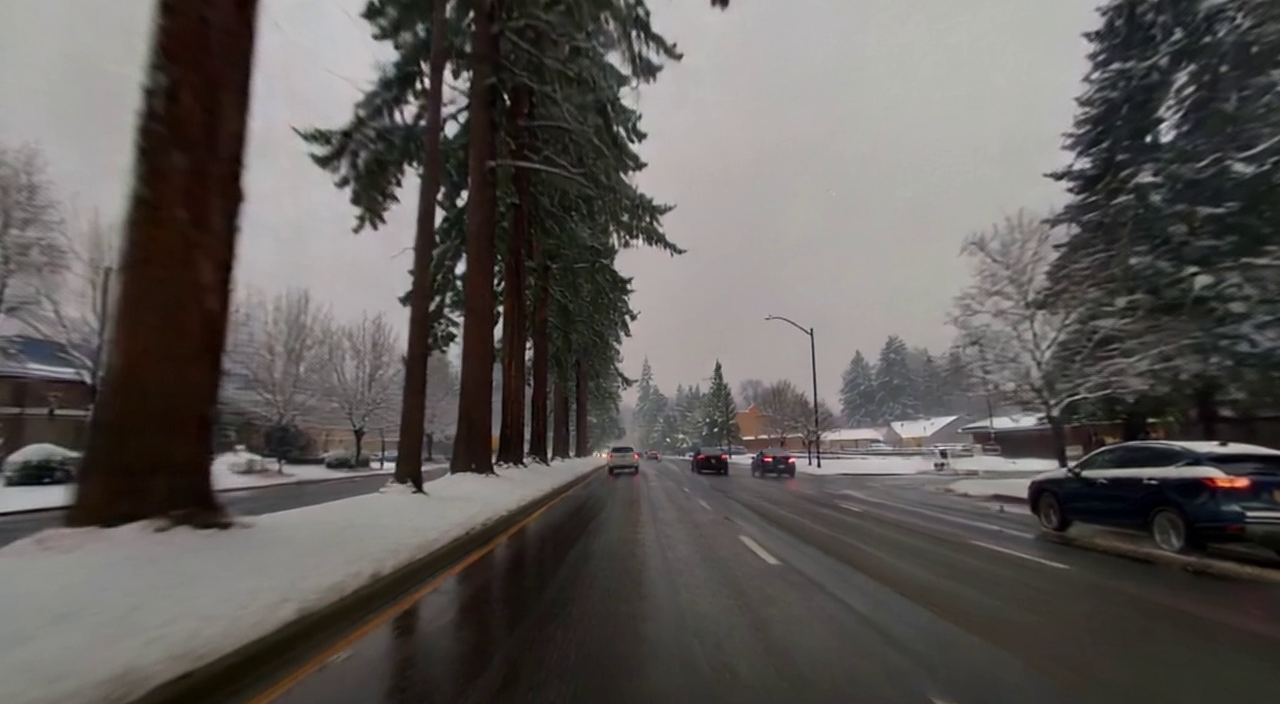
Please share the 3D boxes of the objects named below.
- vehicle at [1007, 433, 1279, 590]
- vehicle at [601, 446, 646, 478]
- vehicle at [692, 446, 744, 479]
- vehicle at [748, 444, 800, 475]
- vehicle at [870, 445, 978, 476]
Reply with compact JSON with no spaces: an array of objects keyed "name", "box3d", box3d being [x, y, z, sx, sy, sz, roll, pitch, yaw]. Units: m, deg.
[{"name":"vehicle","box3d":[7.119,1.849,8.160,1.888,1.508,4.646,0,-8,-1]},{"name":"vehicle","box3d":[-0.777,5.371,31.216,2.077,1.477,3.897,0,-8,0]},{"name":"vehicle","box3d":[3.698,5.320,30.736,2.020,1.472,3.958,0,-8,0]},{"name":"vehicle","box3d":[7.637,6.141,36.367,1.945,1.687,4.292,0,-8,-1]},{"name":"vehicle","box3d":[14.252,5.456,31.957,4.541,1.487,1.886,-1,-9,4]}]
